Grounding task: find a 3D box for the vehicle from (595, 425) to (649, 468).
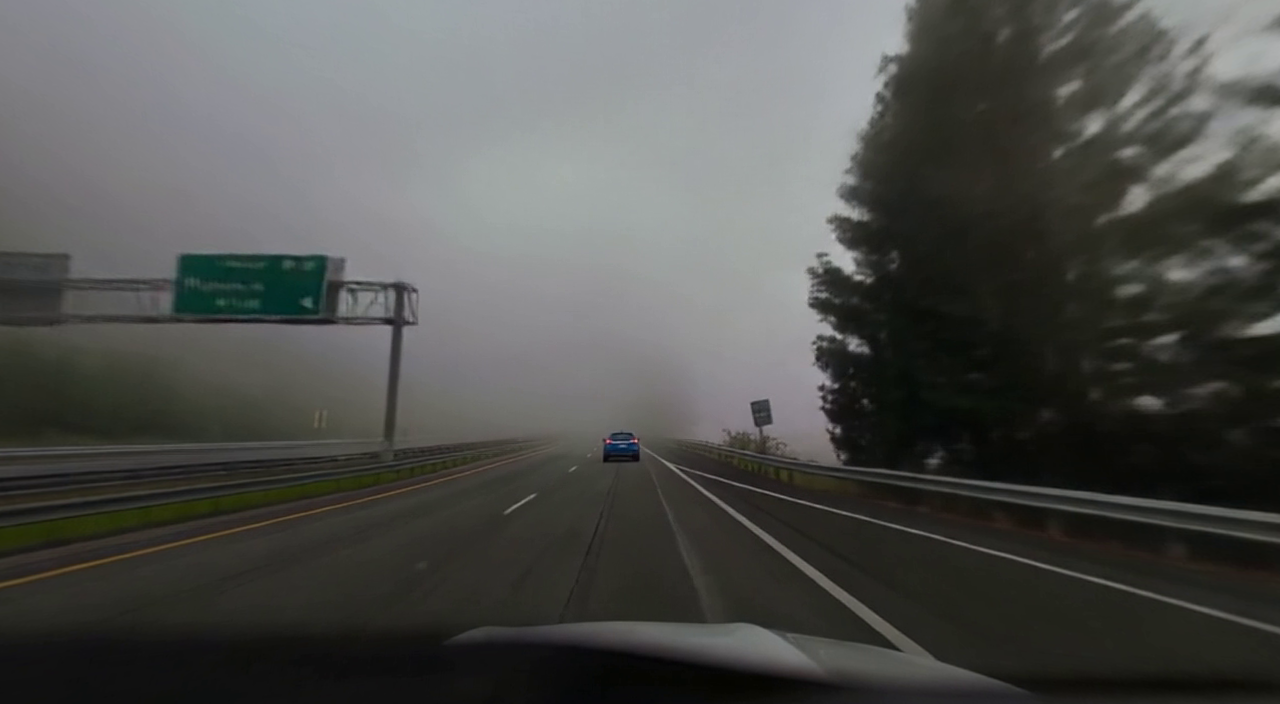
[{"bbox_3d":[-0.746,3.838,25.753,2.020,1.633,3.942,0,-8,-2],"label":"vehicle"}]
